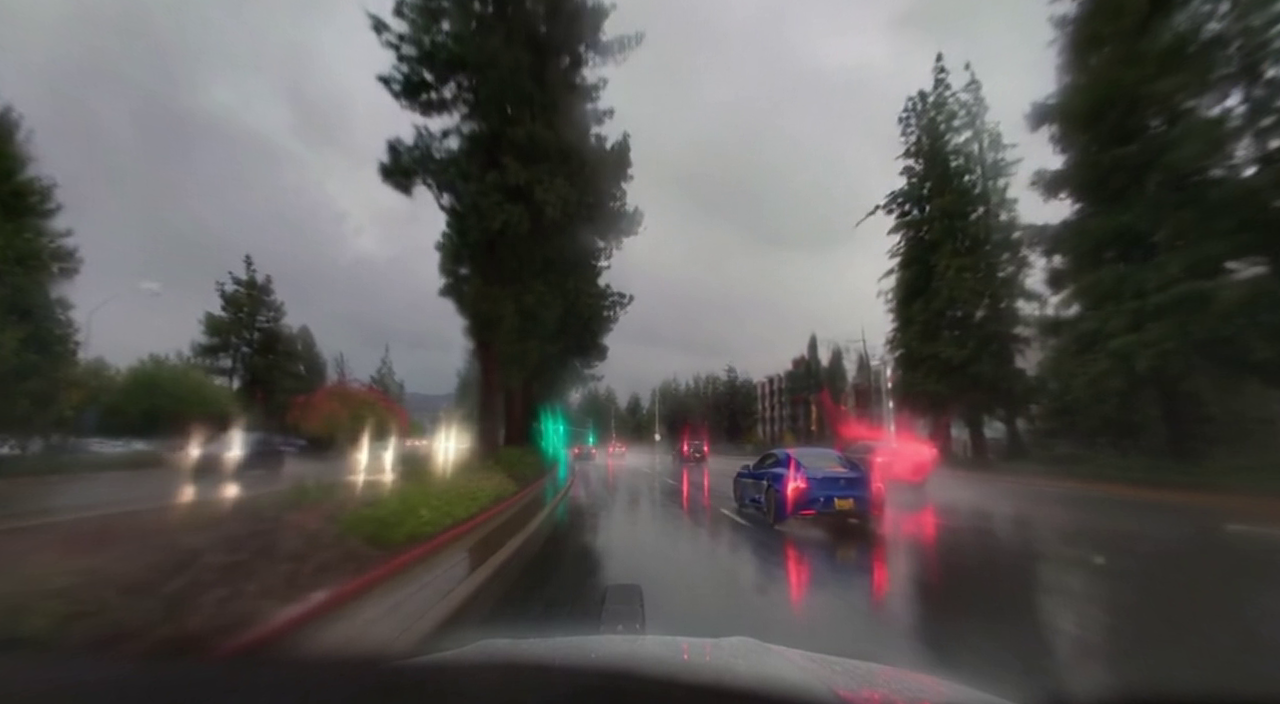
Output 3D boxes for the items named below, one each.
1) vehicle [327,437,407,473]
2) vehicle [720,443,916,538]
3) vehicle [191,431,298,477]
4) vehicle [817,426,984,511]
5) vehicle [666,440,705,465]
[{"bbox_3d":[-12.361,4.685,28.924,1.921,1.472,4.550,1,-8,-4],"label":"vehicle"},{"bbox_3d":[2.861,2.332,11.364,1.990,1.347,4.388,1,-8,-4],"label":"vehicle"},{"bbox_3d":[-15.805,4.089,25.543,1.980,1.683,3.956,1,-8,-5],"label":"vehicle"},{"bbox_3d":[6.048,2.746,15.355,1.987,1.730,4.373,0,-8,-3],"label":"vehicle"},{"bbox_3d":[3.172,7.143,45.144,1.931,1.685,4.054,1,-9,-8],"label":"vehicle"}]
